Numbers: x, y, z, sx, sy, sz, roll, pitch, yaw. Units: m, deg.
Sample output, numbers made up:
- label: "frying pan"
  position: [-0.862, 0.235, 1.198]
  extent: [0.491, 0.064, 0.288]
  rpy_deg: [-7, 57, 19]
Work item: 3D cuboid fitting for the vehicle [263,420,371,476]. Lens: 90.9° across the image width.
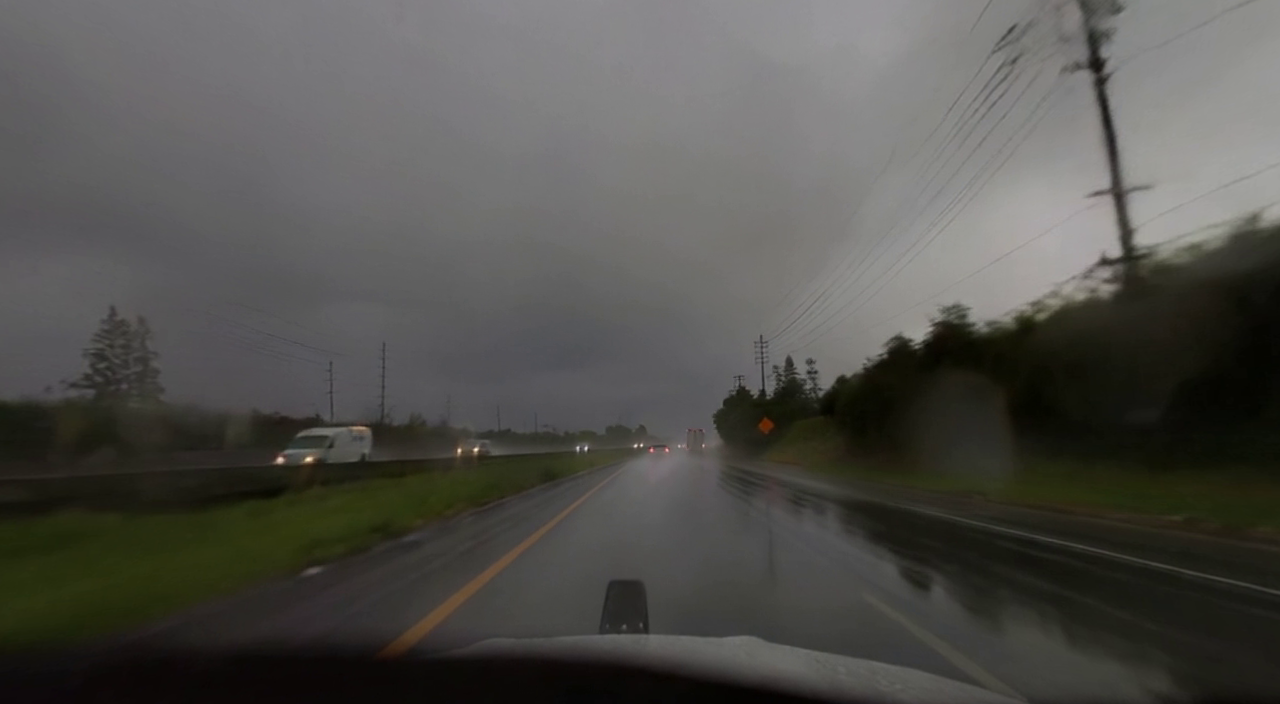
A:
- label: "vehicle"
  position: [-19.926, 5.993, 39.425]
  extent: [3.334, 3.169, 5.984]
  rpy_deg: [-1, -9, 2]
